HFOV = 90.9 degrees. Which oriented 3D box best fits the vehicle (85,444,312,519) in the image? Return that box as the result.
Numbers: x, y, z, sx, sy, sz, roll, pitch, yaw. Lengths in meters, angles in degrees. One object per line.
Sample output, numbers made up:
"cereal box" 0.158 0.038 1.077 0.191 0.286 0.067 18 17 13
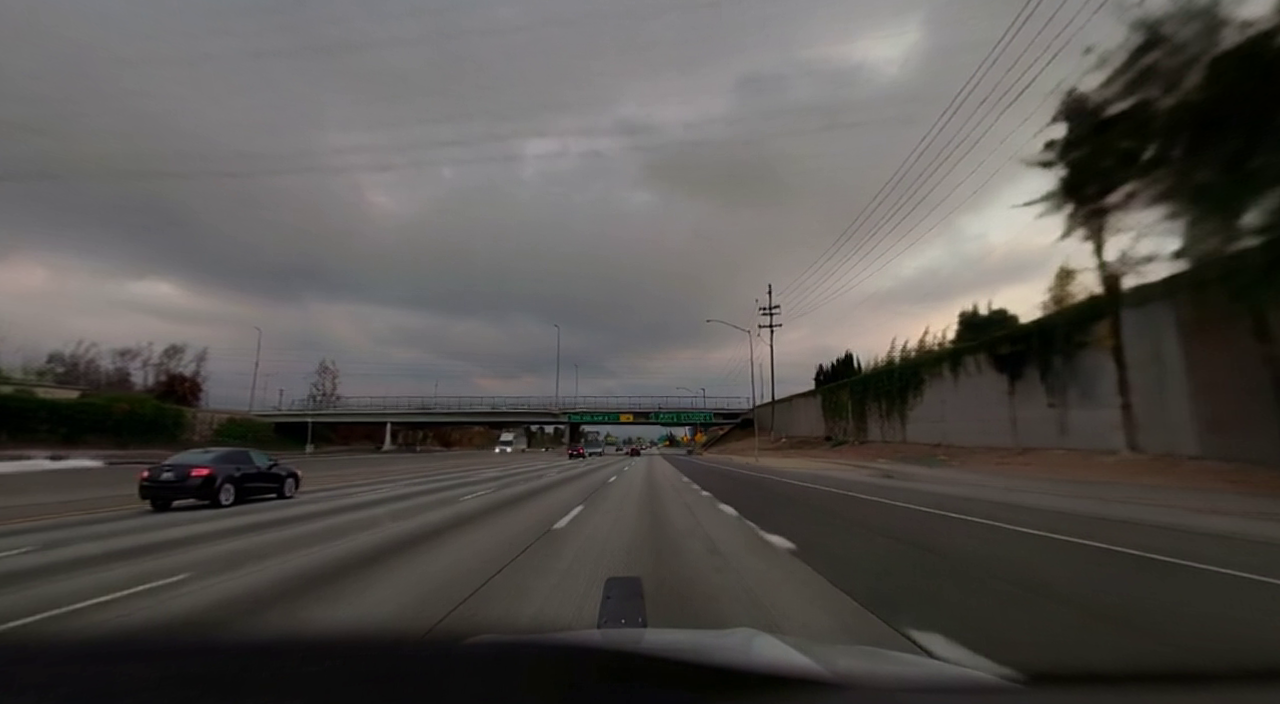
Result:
"vehicle" -10.078 2.931 14.990 2.056 1.476 4.562 -1 -8 1
